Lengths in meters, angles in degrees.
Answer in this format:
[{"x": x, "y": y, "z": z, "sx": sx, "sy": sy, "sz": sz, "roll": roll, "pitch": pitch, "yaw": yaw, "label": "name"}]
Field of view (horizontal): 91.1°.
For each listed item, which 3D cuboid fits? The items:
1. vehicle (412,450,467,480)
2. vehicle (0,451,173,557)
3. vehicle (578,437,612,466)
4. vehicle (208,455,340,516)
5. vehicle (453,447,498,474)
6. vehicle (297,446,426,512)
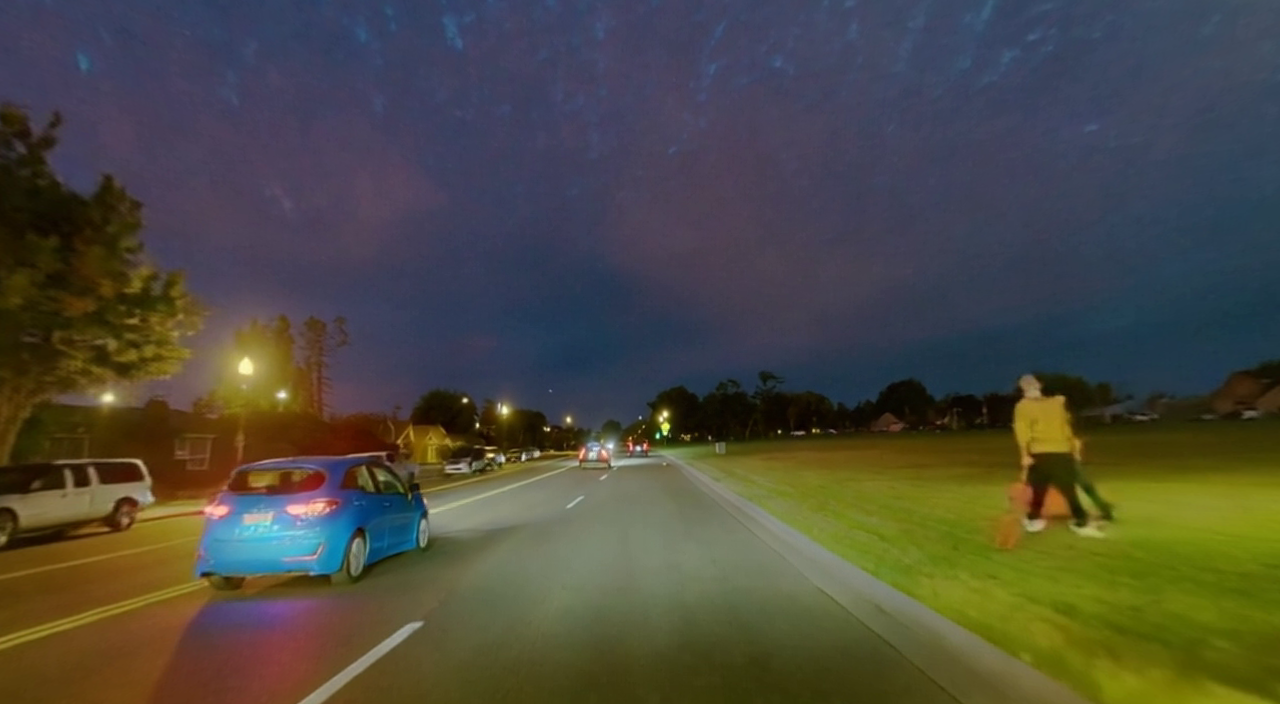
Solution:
[{"x": -12.237, "y": 6.894, "z": 38.651, "sx": 2.106, "sy": 1.701, "sz": 4.629, "roll": 0, "pitch": -8, "yaw": -3, "label": "vehicle"}, {"x": -12.187, "y": 2.922, "z": 12.548, "sx": 1.904, "sy": 1.728, "sz": 4.997, "roll": 1, "pitch": -8, "yaw": -1, "label": "vehicle"}, {"x": -2.922, "y": 6.624, "z": 41.806, "sx": 1.908, "sy": 1.809, "sz": 4.230, "roll": 0, "pitch": -8, "yaw": 1, "label": "vehicle"}, {"x": -12.221, "y": 4.426, "z": 21.355, "sx": 1.910, "sy": 1.462, "sz": 4.581, "roll": -4, "pitch": -7, "yaw": -2, "label": "vehicle"}, {"x": -12.143, "y": 8.001, "z": 46.606, "sx": 2.066, "sy": 1.785, "sz": 4.608, "roll": 1, "pitch": -8, "yaw": 0, "label": "vehicle"}, {"x": -9.032, "y": 4.110, "z": 20.917, "sx": 2.019, "sy": 1.907, "sz": 4.697, "roll": 0, "pitch": -8, "yaw": 1, "label": "vehicle"}]
